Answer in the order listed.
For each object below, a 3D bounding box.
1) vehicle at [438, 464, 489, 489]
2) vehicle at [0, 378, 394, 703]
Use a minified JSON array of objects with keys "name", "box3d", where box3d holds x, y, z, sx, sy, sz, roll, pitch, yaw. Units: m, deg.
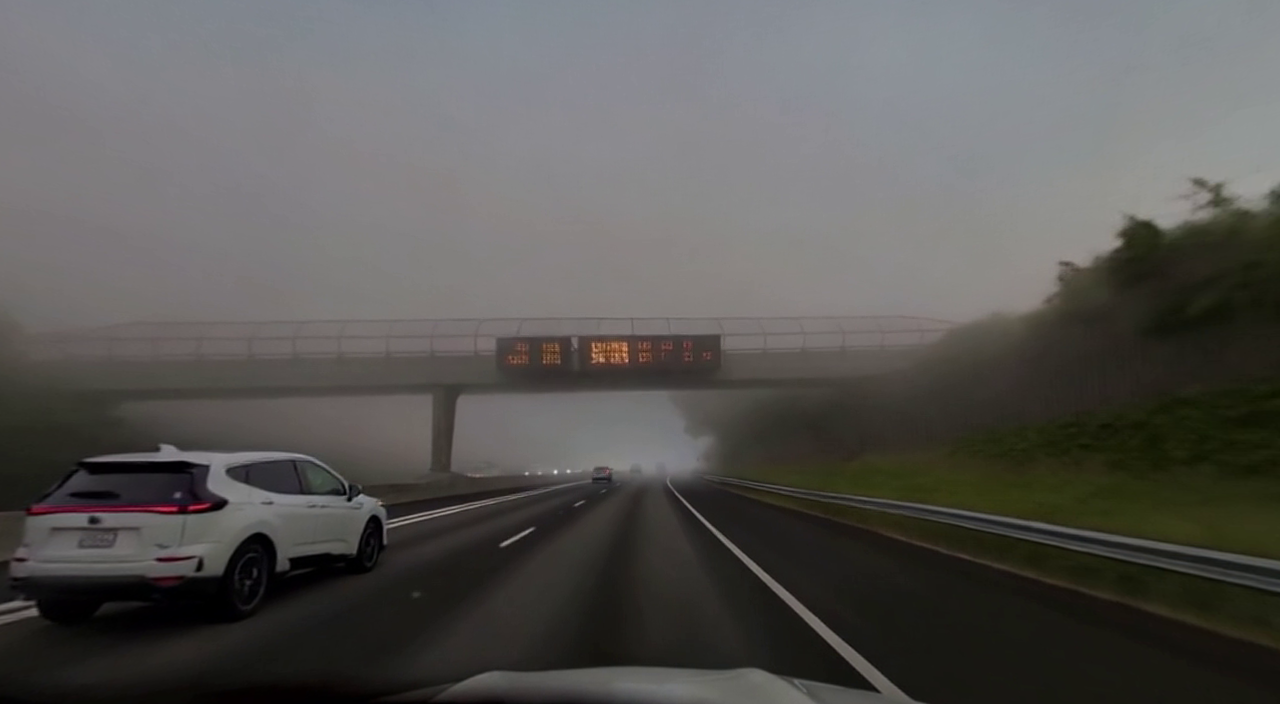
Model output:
[{"name":"vehicle","box3d":[-11.333,8.057,40.785,1.874,1.455,4.446,1,-11,1]},{"name":"vehicle","box3d":[-4.142,1.376,5.373,2.141,1.697,4.641,1,-11,0]}]
